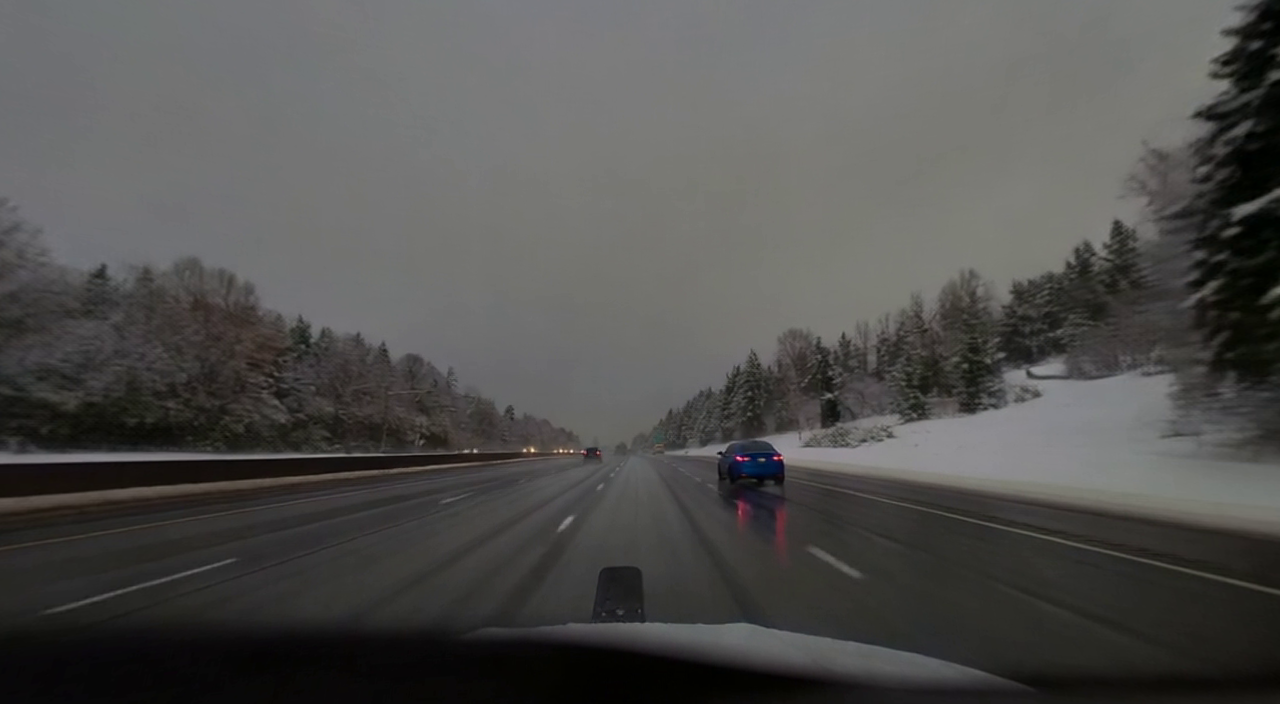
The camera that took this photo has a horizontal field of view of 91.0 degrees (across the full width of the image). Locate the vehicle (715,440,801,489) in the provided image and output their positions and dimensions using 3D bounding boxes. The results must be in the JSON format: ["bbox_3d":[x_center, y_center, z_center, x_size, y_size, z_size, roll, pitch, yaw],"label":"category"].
[{"bbox_3d":[3.910,3.812,21.689,2.033,1.501,4.398,0,-9,-1],"label":"vehicle"}]
